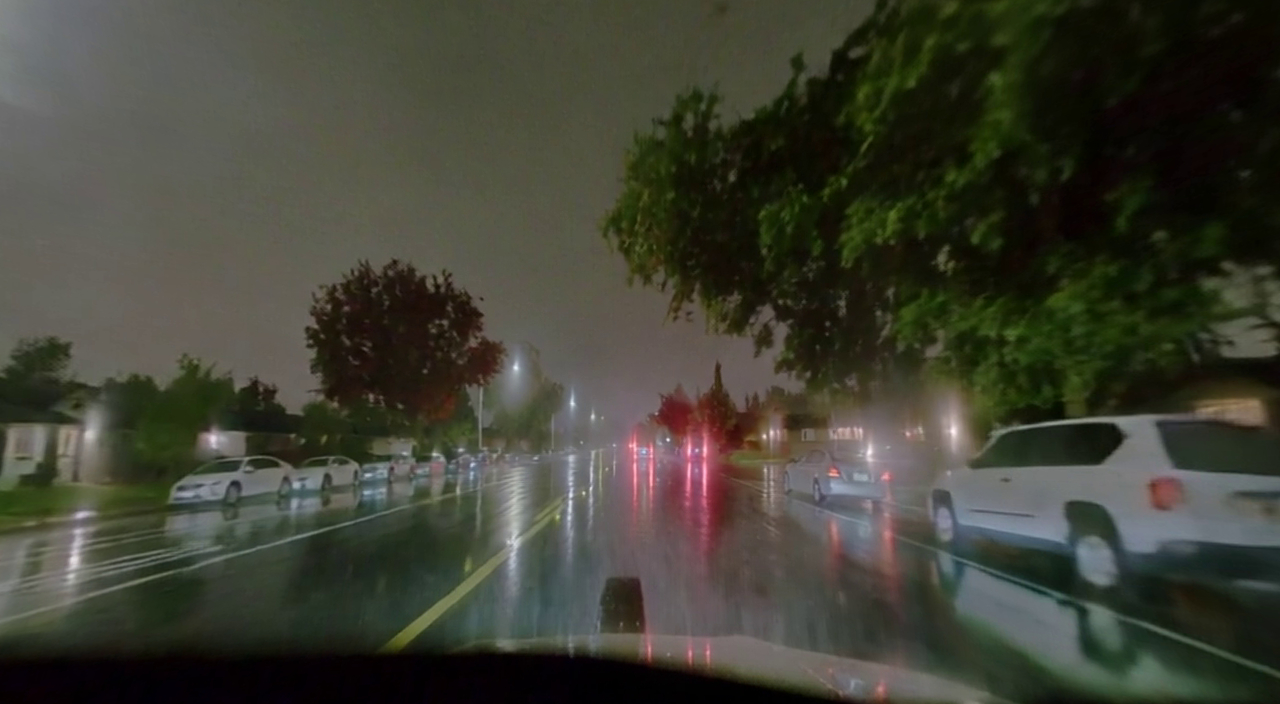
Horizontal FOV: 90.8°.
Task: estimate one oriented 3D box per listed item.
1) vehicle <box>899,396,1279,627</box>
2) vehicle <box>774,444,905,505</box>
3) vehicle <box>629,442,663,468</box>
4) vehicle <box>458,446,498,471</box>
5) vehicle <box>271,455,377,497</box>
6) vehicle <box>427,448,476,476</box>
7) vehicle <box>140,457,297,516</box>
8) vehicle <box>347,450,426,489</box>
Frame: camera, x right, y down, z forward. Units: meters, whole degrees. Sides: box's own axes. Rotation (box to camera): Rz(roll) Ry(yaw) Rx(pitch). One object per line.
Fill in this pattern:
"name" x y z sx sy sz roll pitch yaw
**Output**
"vehicle" 5.156 1.628 7.479 2.078 1.813 4.827 0 -9 0
"vehicle" 5.271 3.284 17.453 1.978 1.438 4.716 1 -9 -1
"vehicle" 0.335 6.459 39.738 2.022 1.471 3.973 0 -9 -1
"vehicle" -12.440 8.190 48.811 1.904 1.805 5.100 1 -9 -3
"vehicle" -12.358 4.848 25.065 1.916 1.463 4.564 0 -9 -1
"vehicle" -12.557 7.328 42.416 1.938 1.738 4.516 0 -9 -1
"vehicle" -12.502 3.968 19.137 1.877 1.505 4.125 0 -9 0
"vehicle" -12.202 5.650 30.825 1.905 1.503 5.015 -4 -8 -1
